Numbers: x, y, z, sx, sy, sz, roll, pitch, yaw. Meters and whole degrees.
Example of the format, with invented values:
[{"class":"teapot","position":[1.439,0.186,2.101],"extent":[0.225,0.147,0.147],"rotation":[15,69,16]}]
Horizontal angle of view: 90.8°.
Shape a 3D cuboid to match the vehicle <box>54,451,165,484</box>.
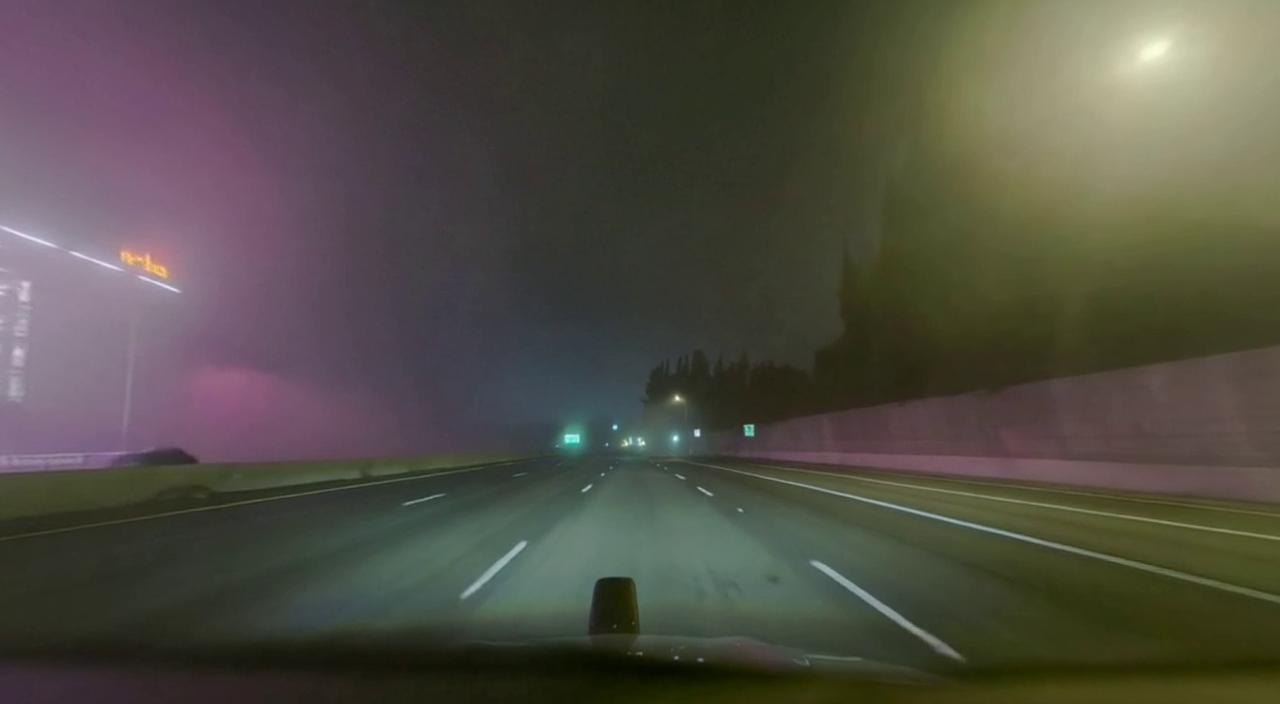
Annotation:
[{"class":"vehicle","position":[-26.395,5.731,31.658],"extent":[1.797,1.463,4.376],"rotation":[0,-9,0]}]
